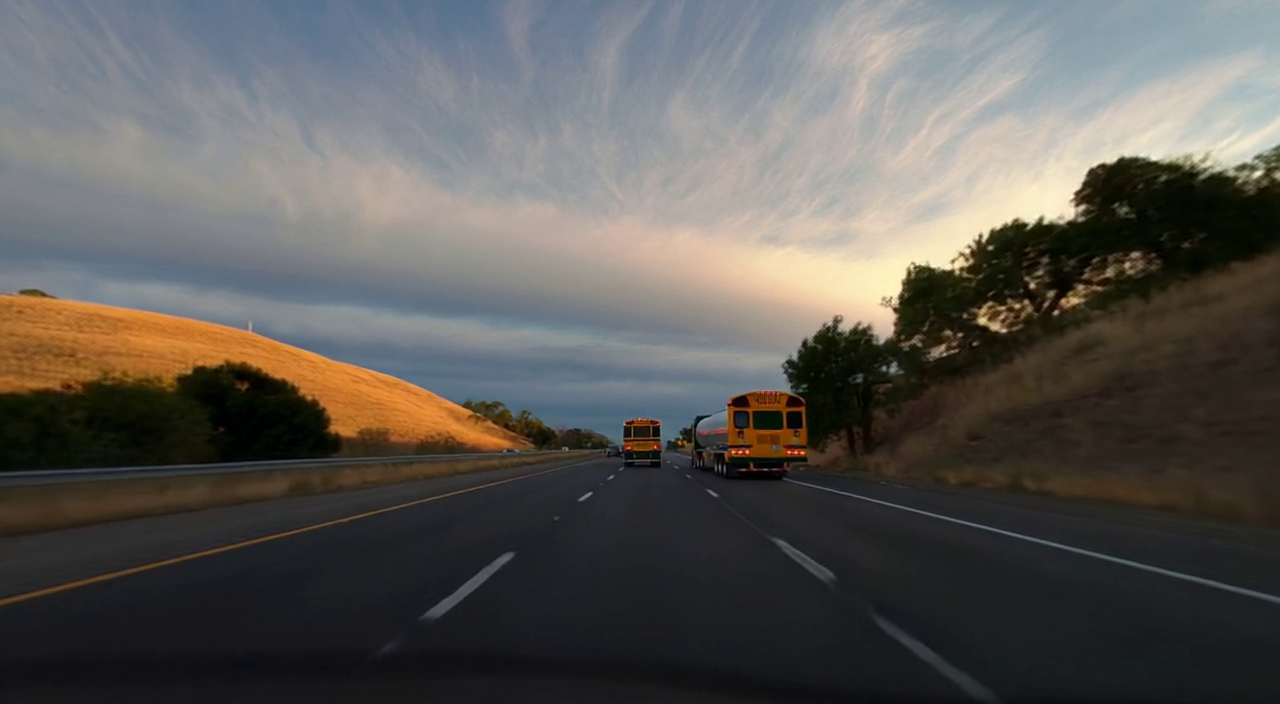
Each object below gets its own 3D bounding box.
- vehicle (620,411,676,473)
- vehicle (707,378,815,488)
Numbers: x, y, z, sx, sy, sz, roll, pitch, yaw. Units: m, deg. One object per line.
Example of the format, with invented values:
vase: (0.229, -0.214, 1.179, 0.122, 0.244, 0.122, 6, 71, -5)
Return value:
vehicle: (0.453, 5.575, 38.840, 2.948, 3.265, 10.569, 0, -8, 0)
vehicle: (4.438, 3.222, 24.819, 2.716, 3.705, 7.018, 0, -8, -1)
